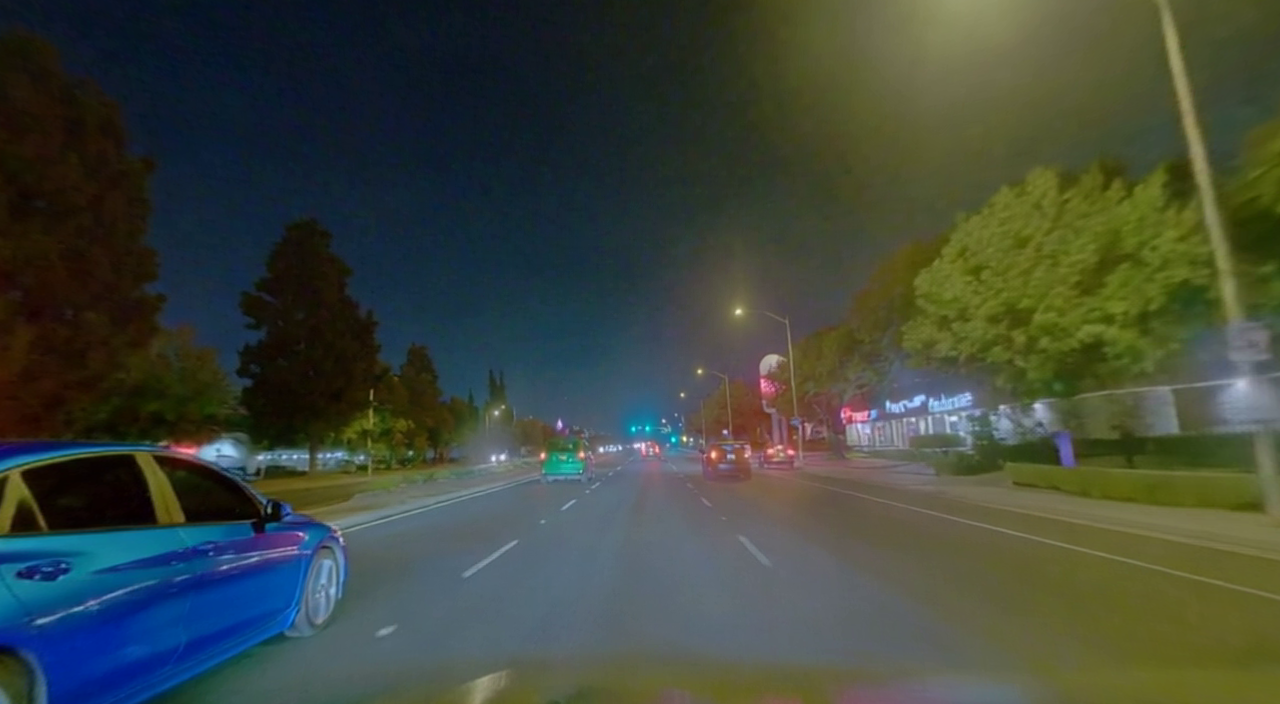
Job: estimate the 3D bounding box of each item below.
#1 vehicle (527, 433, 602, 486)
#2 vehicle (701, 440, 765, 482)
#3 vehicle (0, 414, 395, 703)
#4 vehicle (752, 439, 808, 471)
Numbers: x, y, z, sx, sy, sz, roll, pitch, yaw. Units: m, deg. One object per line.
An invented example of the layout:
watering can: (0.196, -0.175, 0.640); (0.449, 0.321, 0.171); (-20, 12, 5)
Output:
vehicle: (-2.746, 4.055, 23.986); (2.193, 1.788, 4.603); (0, -9, 1)
vehicle: (3.603, 4.306, 25.185); (1.904, 1.490, 4.299); (0, -9, 0)
vehicle: (-3.241, 1.107, 3.212); (1.956, 1.460, 4.802); (0, -9, 1)
vehicle: (7.684, 5.698, 35.075); (2.089, 1.678, 4.725); (0, -9, 1)
